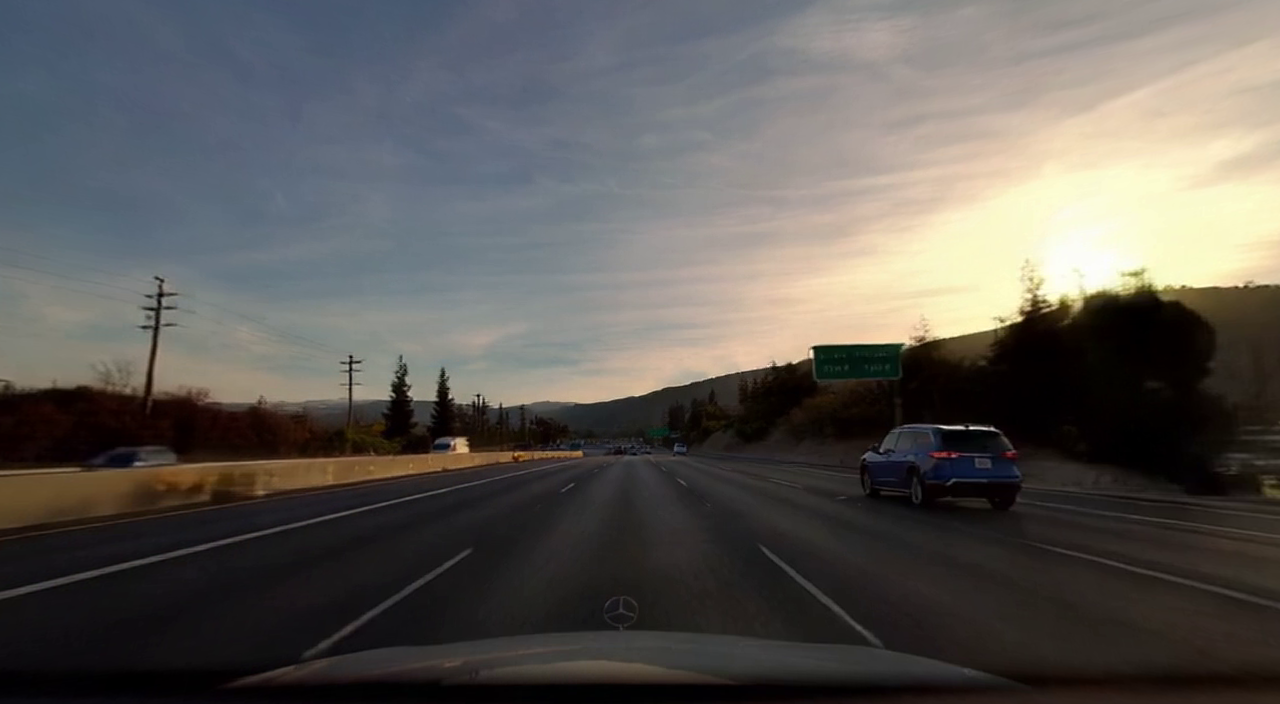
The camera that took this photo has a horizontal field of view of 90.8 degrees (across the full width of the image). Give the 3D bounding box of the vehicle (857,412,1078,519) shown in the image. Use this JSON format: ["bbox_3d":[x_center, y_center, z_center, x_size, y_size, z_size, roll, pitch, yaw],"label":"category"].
[{"bbox_3d":[6.705,2.387,13.735,2.222,1.899,4.595,0,-8,-1],"label":"vehicle"}]

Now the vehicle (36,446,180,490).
[{"bbox_3d":[-25.964,5.621,31.197,2.307,1.950,5.571,0,-8,-1],"label":"vehicle"}]
